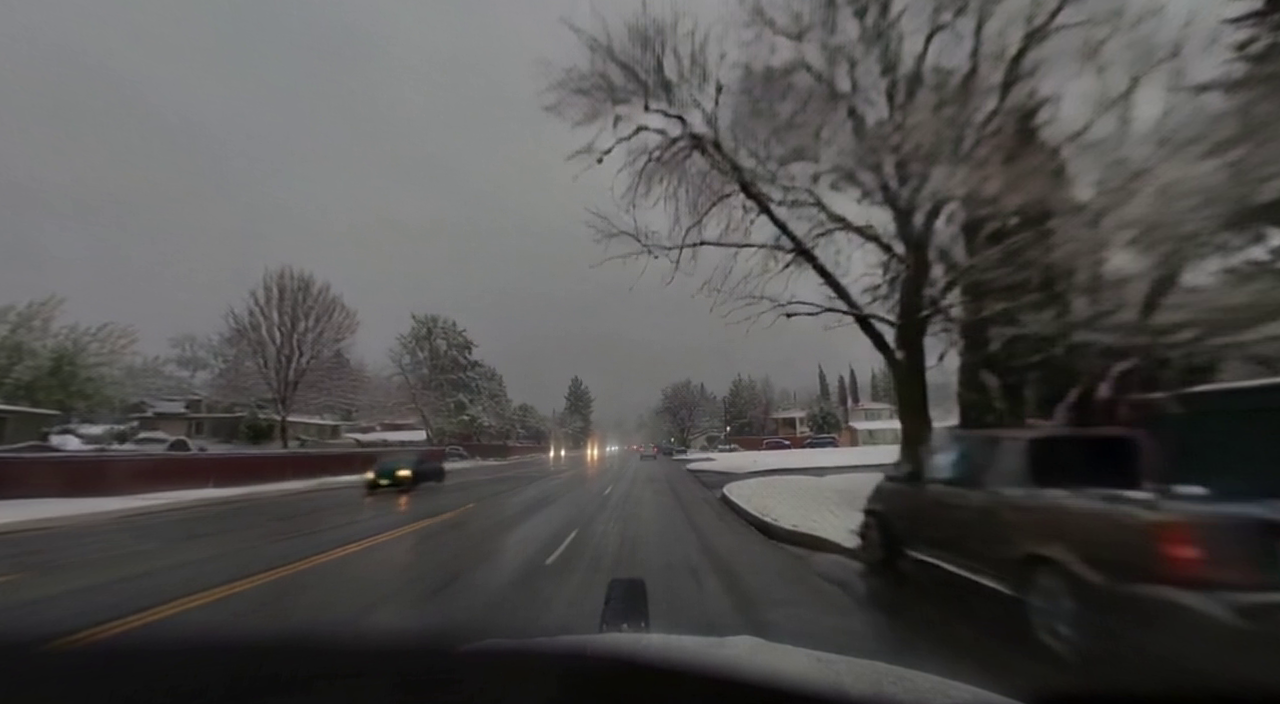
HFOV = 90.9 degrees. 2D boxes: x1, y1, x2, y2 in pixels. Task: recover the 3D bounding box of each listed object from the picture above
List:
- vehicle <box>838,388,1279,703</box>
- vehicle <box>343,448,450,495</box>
[{"bbox_3d":[3.224,1.246,4.644,2.011,1.507,4.769,0,-9,0],"label":"vehicle"},{"bbox_3d":[-8.702,4.288,23.035,2.001,1.508,4.581,0,-9,1],"label":"vehicle"}]
